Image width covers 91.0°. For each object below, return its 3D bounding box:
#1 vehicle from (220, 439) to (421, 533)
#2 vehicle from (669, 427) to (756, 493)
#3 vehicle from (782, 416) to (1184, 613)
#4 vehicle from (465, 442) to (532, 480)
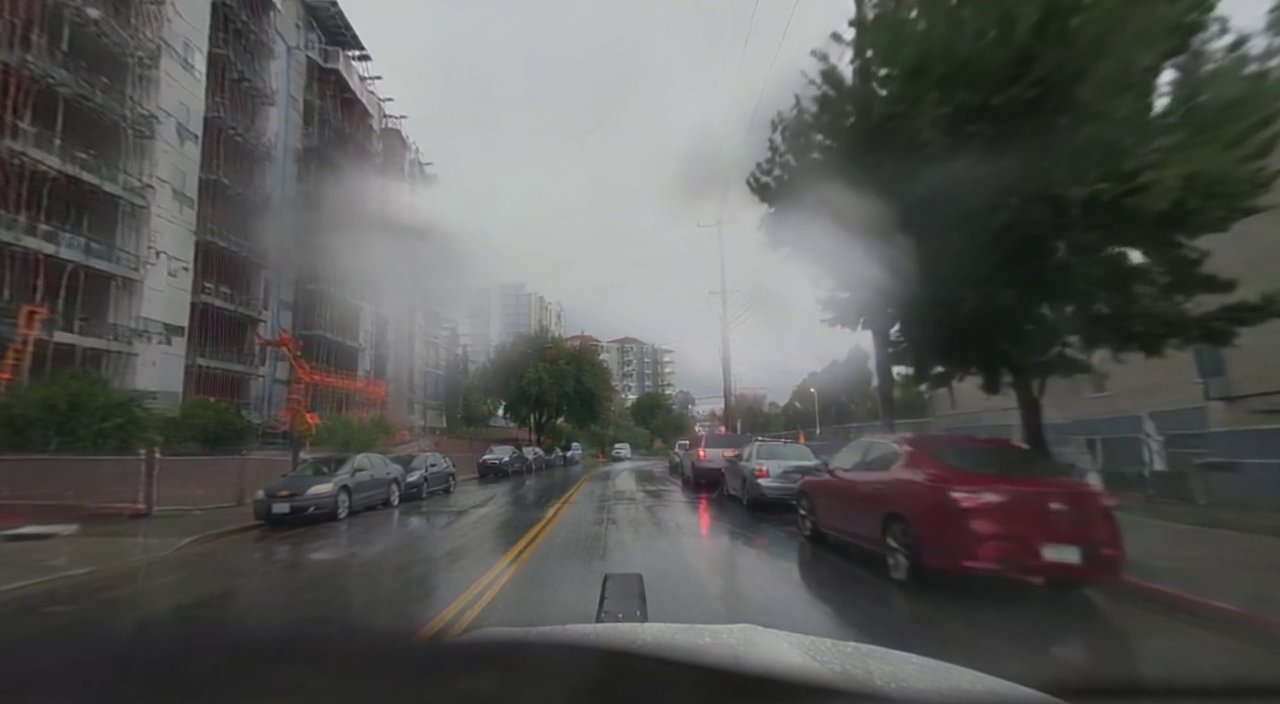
[{"bbox_3d":[-6.737,2.925,14.050,1.996,1.578,4.806,-4,-11,0],"label":"vehicle"},{"bbox_3d":[2.228,3.498,20.686,2.000,1.871,4.797,0,-9,-4],"label":"vehicle"},{"bbox_3d":[3.384,1.702,7.698,1.976,1.588,4.968,0,-9,-2],"label":"vehicle"},{"bbox_3d":[-7.591,5.895,34.430,2.194,1.861,5.725,0,-9,2],"label":"vehicle"}]
